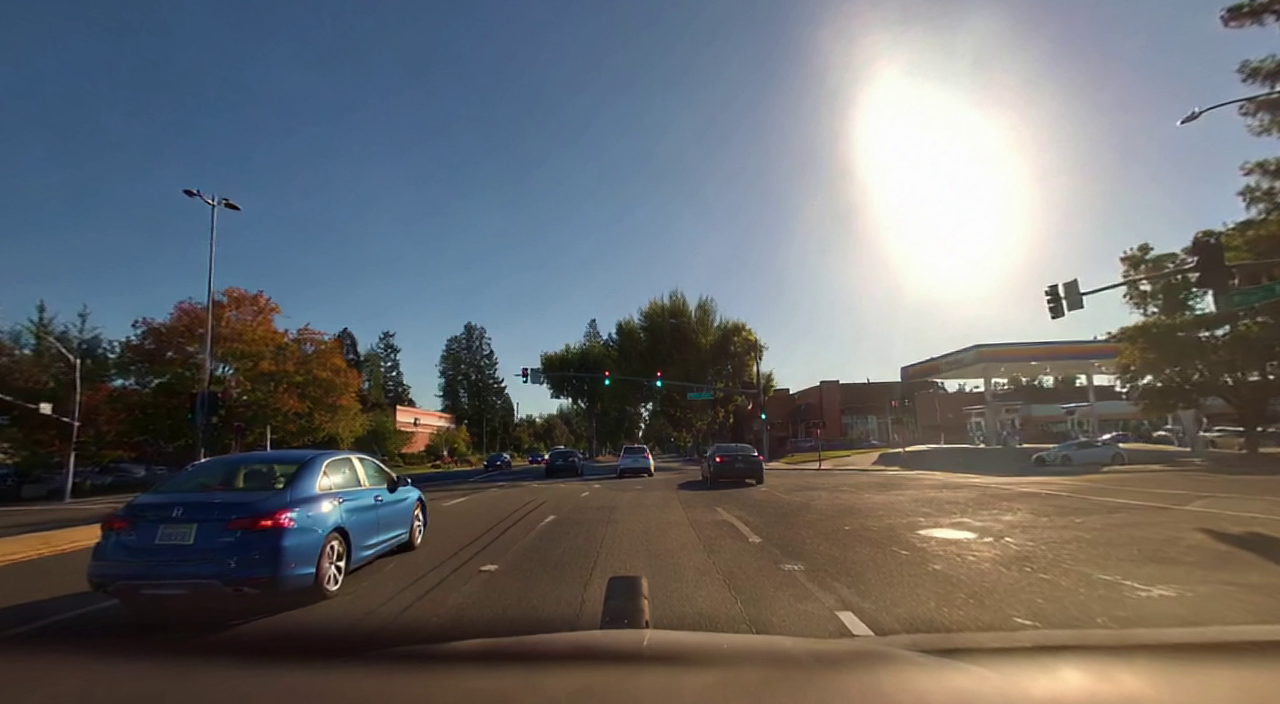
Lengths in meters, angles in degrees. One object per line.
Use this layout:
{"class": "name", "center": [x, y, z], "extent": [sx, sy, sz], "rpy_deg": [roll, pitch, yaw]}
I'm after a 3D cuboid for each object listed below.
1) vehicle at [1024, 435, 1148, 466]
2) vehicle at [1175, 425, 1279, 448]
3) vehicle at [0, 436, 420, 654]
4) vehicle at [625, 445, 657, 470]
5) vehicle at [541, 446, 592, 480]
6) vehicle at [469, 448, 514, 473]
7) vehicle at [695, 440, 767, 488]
{"class": "vehicle", "center": [21.444, 4.761, 30.402], "extent": [4.573, 1.419, 1.840], "rpy_deg": [0, -8, -1]}
{"class": "vehicle", "center": [40.423, 5.867, 43.633], "extent": [1.951, 1.456, 5.492], "rpy_deg": [1, -8, 0]}
{"class": "vehicle", "center": [-3.999, 1.640, 6.561], "extent": [1.803, 1.463, 4.422], "rpy_deg": [0, -8, 0]}
{"class": "vehicle", "center": [0.051, 6.606, 39.555], "extent": [1.934, 1.470, 3.988], "rpy_deg": [0, -8, 0]}
{"class": "vehicle", "center": [-3.388, 5.172, 29.769], "extent": [1.841, 1.474, 4.038], "rpy_deg": [0, -8, 1]}
{"class": "vehicle", "center": [-11.331, 8.301, 48.426], "extent": [2.130, 1.672, 4.549], "rpy_deg": [-3, -8, 3]}
{"class": "vehicle", "center": [3.046, 3.832, 21.919], "extent": [1.883, 1.465, 3.975], "rpy_deg": [0, -8, 0]}
